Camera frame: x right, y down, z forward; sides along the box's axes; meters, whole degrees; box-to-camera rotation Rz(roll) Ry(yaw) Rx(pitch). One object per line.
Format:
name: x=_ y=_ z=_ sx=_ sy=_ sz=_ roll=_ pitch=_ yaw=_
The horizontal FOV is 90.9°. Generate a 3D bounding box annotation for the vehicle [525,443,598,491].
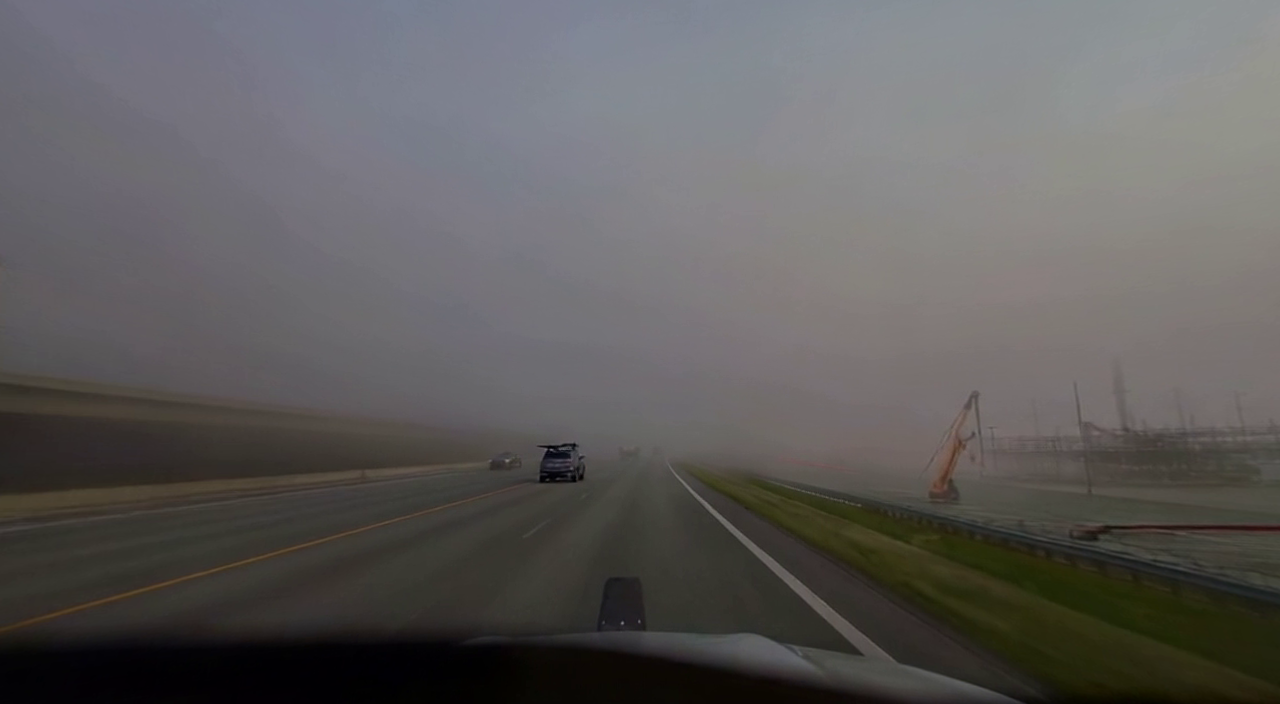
vehicle: x=-2.873 y=4.347 z=24.028 sx=2.194 sy=1.648 sz=3.984 roll=-1 pitch=-9 yaw=1

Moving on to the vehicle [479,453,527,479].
vehicle: x=-8.552 y=7.133 z=39.694 sx=1.918 sy=1.483 sz=4.090 roll=-1 pitch=-9 yaw=2
